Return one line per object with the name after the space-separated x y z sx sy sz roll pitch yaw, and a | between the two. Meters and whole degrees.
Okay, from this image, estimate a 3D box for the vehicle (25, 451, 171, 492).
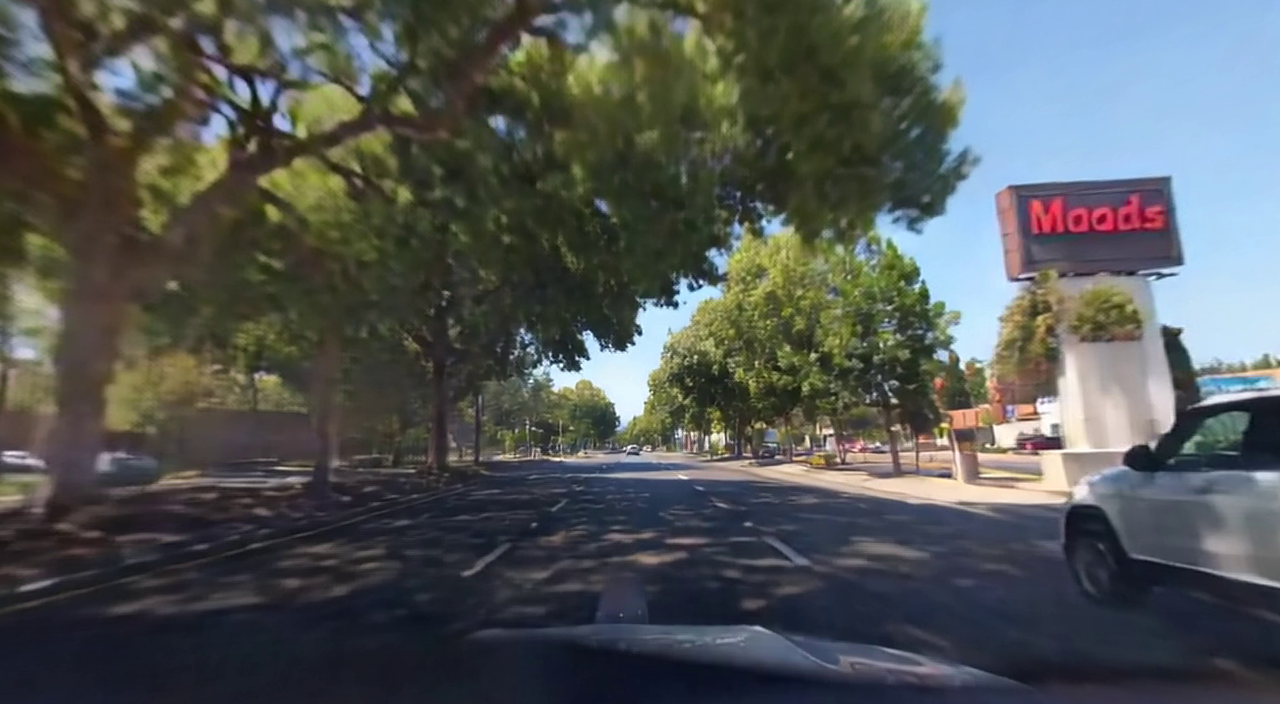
-22.581 4.964 26.650 1.864 1.510 4.664 -1 -8 3 | vehicle

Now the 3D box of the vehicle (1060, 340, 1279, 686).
4.747 0.802 2.805 2.185 1.956 5.128 0 -8 0 | vehicle
